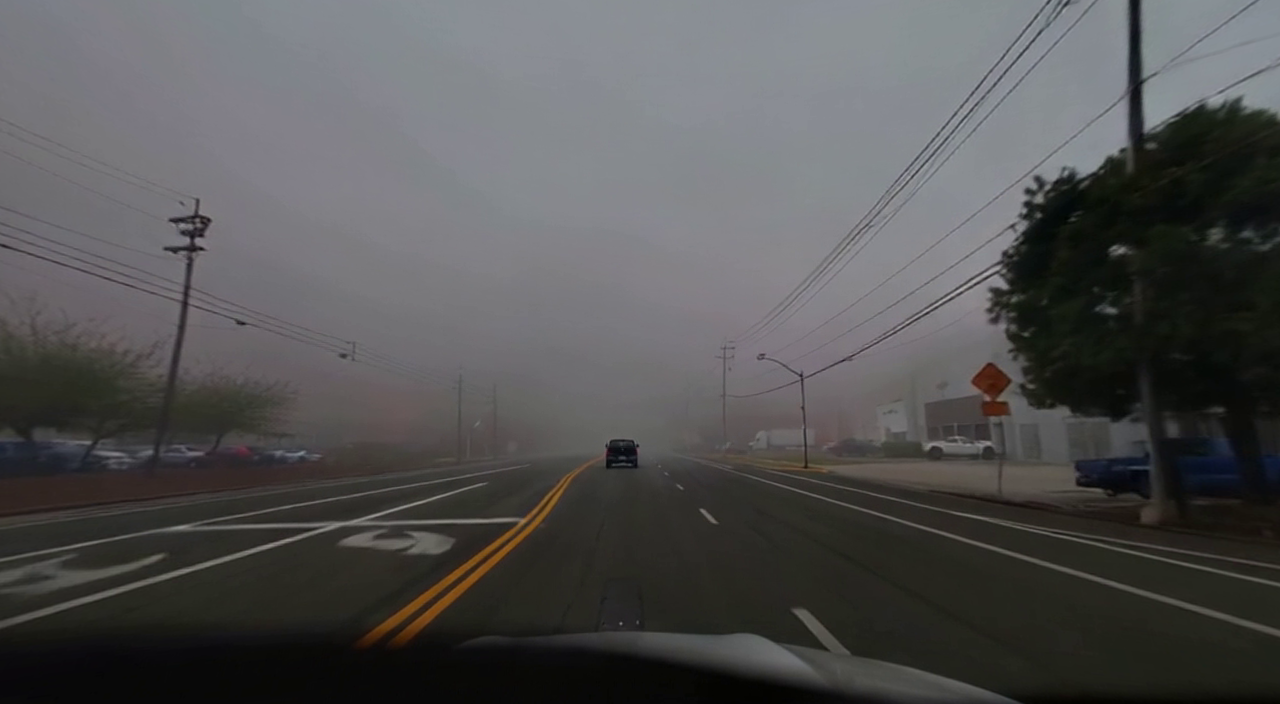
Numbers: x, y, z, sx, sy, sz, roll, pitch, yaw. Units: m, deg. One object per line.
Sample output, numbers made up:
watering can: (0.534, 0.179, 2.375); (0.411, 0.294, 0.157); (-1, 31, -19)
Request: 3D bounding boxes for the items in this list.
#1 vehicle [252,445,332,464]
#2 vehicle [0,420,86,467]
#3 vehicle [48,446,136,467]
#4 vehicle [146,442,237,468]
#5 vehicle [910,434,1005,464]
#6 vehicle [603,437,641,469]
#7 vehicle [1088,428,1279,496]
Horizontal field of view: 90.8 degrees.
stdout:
vehicle: (-26.542, 7.815, 48.299); (4.728, 1.431, 2.287); (0, -8, -2)
vehicle: (-48.497, 7.182, 49.470); (7.180, 3.465, 2.763); (0, -8, -4)
vehicle: (-39.649, 7.565, 45.792); (4.525, 1.491, 1.908); (0, -8, -2)
vehicle: (-26.695, 6.145, 37.706); (3.983, 1.472, 1.898); (0, -8, 0)
vehicle: (23.135, 7.099, 46.246); (5.669, 2.073, 2.297); (-1, -8, 2)
vehicle: (-0.981, 5.499, 34.552); (1.937, 1.588, 3.746); (0, -8, -1)
vehicle: (18.956, 3.634, 21.250); (2.423, 2.005, 5.671); (4, -10, -28)
